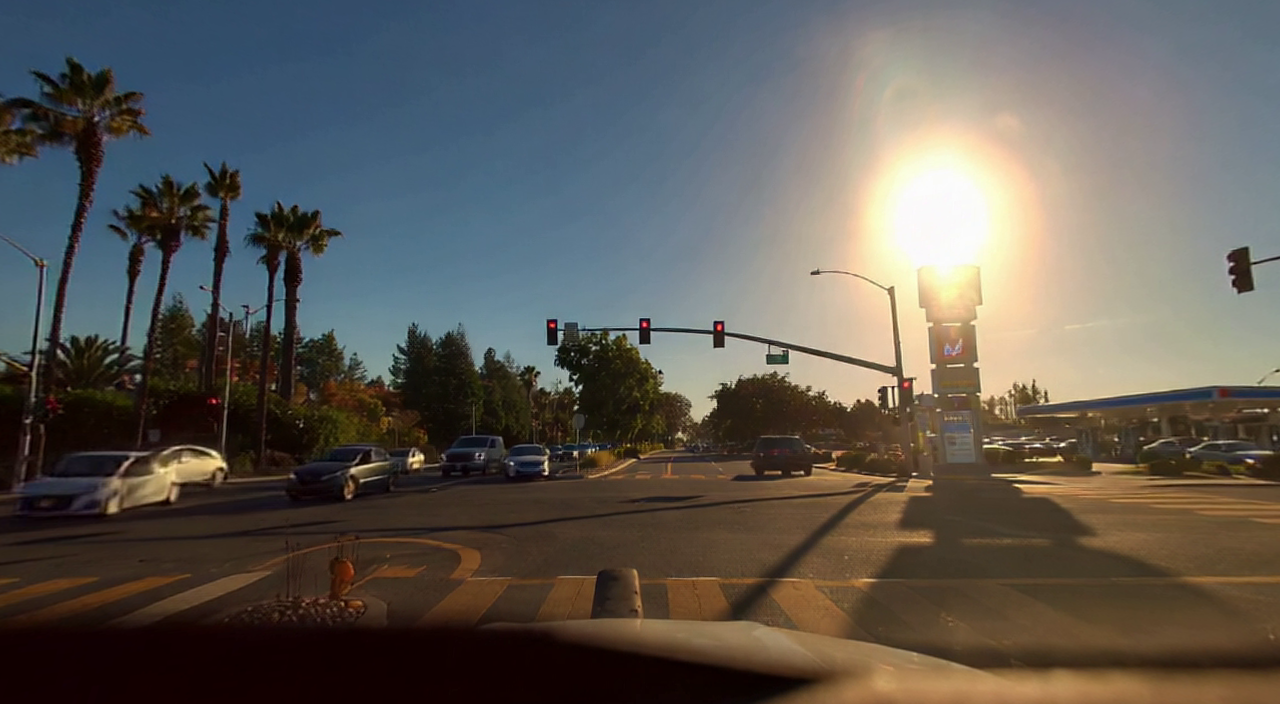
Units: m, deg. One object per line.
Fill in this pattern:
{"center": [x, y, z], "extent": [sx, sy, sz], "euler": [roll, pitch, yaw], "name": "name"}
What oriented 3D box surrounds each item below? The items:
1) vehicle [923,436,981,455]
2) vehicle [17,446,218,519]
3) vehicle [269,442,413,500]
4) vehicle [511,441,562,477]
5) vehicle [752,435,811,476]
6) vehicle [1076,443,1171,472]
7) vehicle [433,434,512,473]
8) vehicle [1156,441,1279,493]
{"center": [22.525, 6.765, 45.666], "extent": [3.356, 1.395, 1.559], "euler": [0, -9, -1], "name": "vehicle"}
{"center": [-11.871, 2.935, 14.706], "extent": [1.633, 1.460, 3.540], "euler": [0, -9, -1], "name": "vehicle"}
{"center": [-8.750, 3.515, 19.086], "extent": [2.034, 1.510, 4.647], "euler": [0, -9, 1], "name": "vehicle"}
{"center": [-4.642, 4.872, 28.954], "extent": [2.079, 1.490, 5.064], "euler": [1, -9, -7], "name": "vehicle"}
{"center": [6.802, 4.885, 29.961], "extent": [1.929, 1.719, 4.892], "euler": [-3, -9, 21], "name": "vehicle"}
{"center": [24.253, 5.299, 31.744], "extent": [3.474, 1.376, 1.538], "euler": [0, -9, -2], "name": "vehicle"}
{"center": [-8.668, 5.337, 33.407], "extent": [2.609, 1.865, 5.875], "euler": [0, -9, 0], "name": "vehicle"}
{"center": [18.667, 3.403, 18.827], "extent": [5.015, 1.446, 1.862], "euler": [0, -9, -3], "name": "vehicle"}
